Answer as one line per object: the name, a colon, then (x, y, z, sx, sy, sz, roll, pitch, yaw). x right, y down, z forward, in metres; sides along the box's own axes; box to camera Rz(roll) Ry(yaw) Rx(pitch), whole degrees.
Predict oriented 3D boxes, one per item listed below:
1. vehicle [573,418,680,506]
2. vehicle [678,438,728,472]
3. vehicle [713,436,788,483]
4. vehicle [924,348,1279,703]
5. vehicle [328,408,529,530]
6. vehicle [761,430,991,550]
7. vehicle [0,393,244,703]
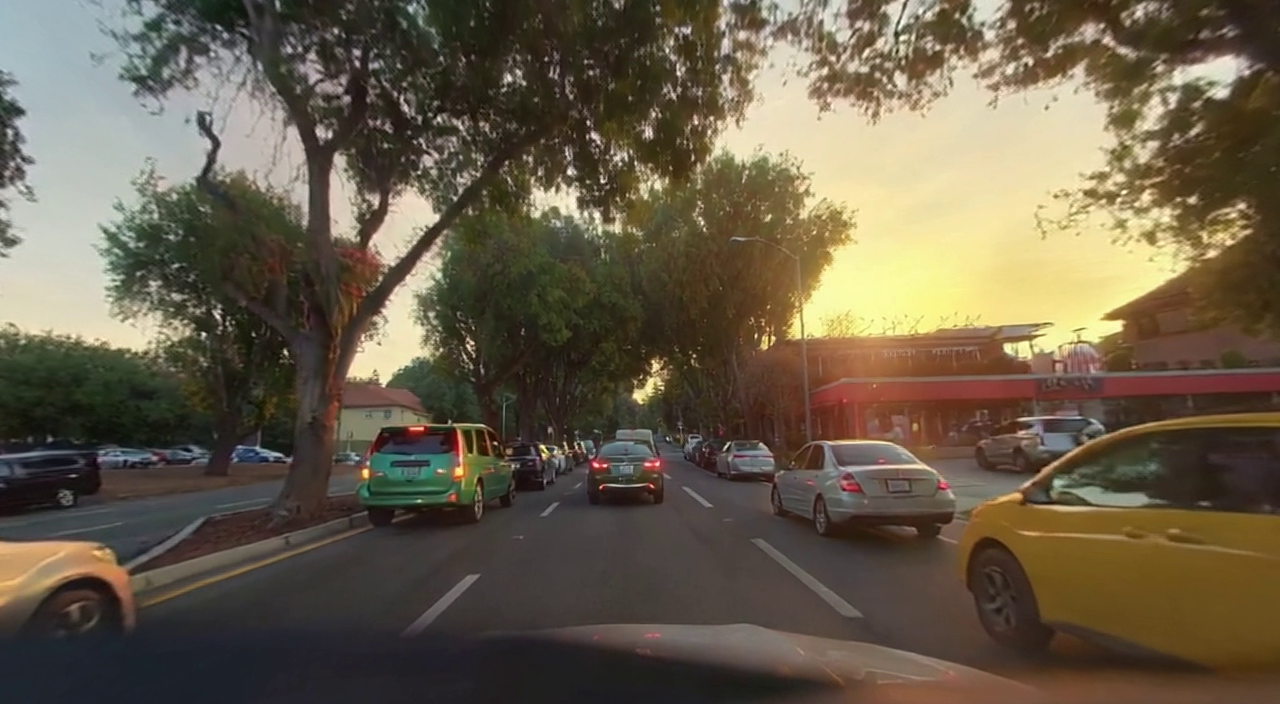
vehicle: (-0.343, 2.625, 15.442, 2.238, 1.825, 4.190, 0, -9, -1)
vehicle: (2.988, 4.972, 30.692, 1.903, 1.529, 3.649, 0, -9, -2)
vehicle: (3.875, 3.868, 22.917, 1.875, 1.521, 4.192, 0, -9, -1)
vehicle: (3.408, 0.927, 3.014, 2.047, 1.671, 4.267, 0, -9, -1)
vehicle: (-3.651, 2.134, 12.020, 2.231, 1.853, 4.461, 0, -9, 1)
vehicle: (3.376, 2.053, 10.106, 1.900, 1.477, 4.352, 0, -9, -1)
vehicle: (-3.718, 0.839, 1.986, 2.051, 1.522, 4.509, 0, -9, -1)
